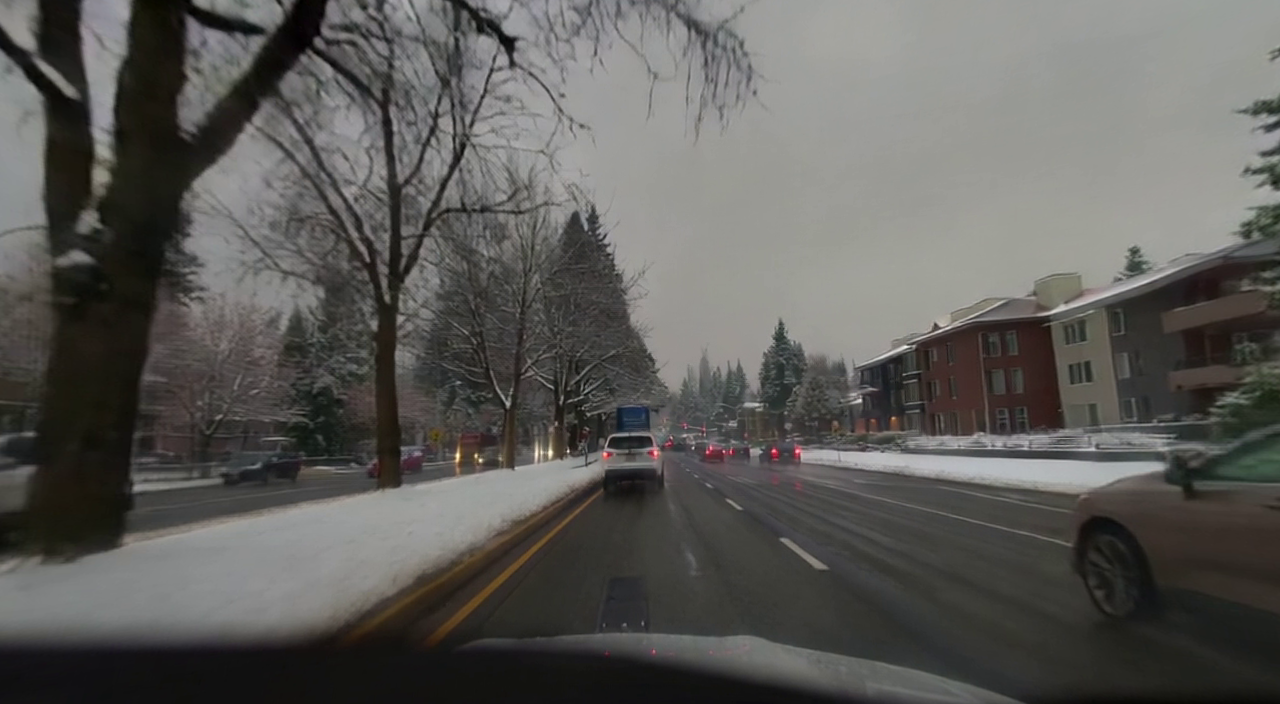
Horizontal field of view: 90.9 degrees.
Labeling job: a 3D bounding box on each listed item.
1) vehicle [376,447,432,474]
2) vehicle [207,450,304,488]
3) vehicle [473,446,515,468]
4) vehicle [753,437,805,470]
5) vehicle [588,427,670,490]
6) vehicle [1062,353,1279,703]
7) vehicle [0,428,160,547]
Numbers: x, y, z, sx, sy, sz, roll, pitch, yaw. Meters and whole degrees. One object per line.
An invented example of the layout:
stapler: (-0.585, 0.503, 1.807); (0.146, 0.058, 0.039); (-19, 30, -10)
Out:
vehicle: (-16.212, 7.440, 43.580); (1.972, 1.723, 4.608); (0, -8, 2)
vehicle: (-20.236, 6.149, 33.471); (2.001, 1.788, 4.776); (0, -8, 1)
vehicle: (-10.336, 7.450, 45.015); (1.907, 1.471, 4.410); (0, -8, 1)
vehicle: (7.706, 5.673, 35.389); (1.971, 1.722, 4.341); (0, -8, 0)
vehicle: (-0.313, 3.383, 20.303); (2.332, 1.798, 4.546); (0, -8, 0)
vehicle: (3.777, 0.722, 1.786); (2.100, 1.689, 4.501); (0, -8, 2)
vehicle: (-10.527, 2.145, 10.152); (2.010, 1.760, 4.406); (-1, -8, 1)
